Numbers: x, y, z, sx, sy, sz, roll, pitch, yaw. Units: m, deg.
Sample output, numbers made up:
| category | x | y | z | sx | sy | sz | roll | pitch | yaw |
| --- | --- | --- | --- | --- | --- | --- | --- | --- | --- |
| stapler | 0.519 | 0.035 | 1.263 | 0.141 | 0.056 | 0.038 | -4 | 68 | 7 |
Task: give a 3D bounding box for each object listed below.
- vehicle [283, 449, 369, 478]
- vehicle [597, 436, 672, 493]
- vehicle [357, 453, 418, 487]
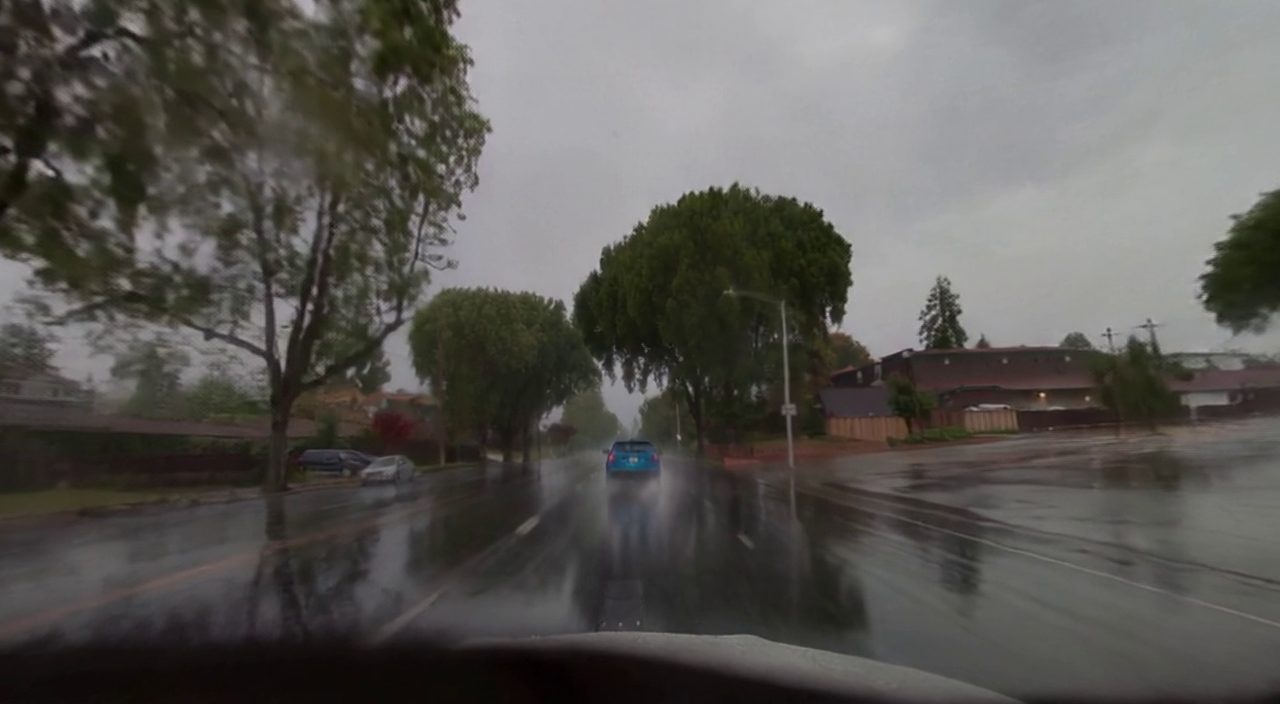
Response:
| category | x | y | z | sx | sy | sz | roll | pitch | yaw |
| --- | --- | --- | --- | --- | --- | --- | --- | --- | --- |
| vehicle | -21.557 | 7.662 | 43.569 | 4.807 | 1.872 | 2.041 | 0 | -9 | -2 |
| vehicle | -0.182 | 3.597 | 20.487 | 2.181 | 1.639 | 4.127 | 0 | -9 | -1 |
| vehicle | -13.989 | 6.520 | 35.247 | 1.900 | 1.596 | 4.142 | -3 | -9 | -3 |
